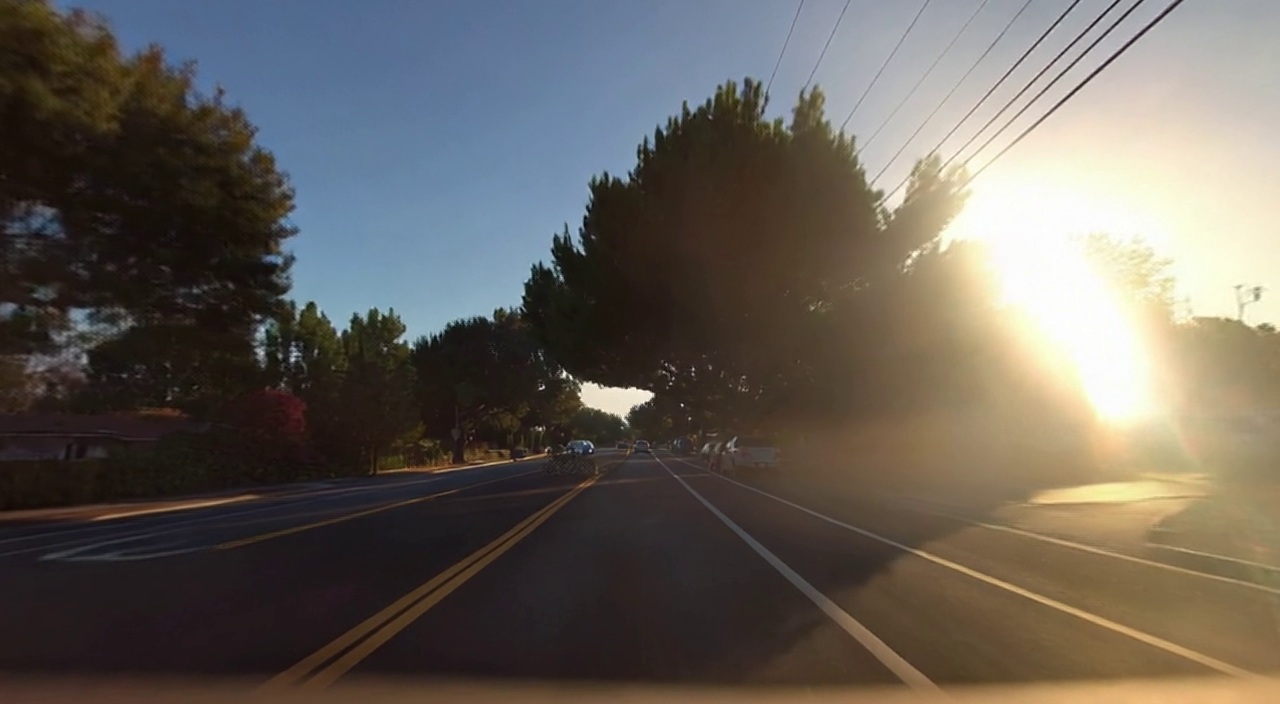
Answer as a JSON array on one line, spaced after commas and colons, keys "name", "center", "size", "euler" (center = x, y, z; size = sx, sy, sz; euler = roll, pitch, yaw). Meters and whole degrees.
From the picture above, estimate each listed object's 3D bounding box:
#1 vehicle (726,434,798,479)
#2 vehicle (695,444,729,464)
[{"name": "vehicle", "center": [5.200, 4.534, 27.549], "size": [2.160, 1.800, 4.646], "euler": [0, -9, -1]}, {"name": "vehicle", "center": [5.492, 7.891, 48.796], "size": [1.935, 1.453, 4.488], "euler": [0, -9, -3]}]
